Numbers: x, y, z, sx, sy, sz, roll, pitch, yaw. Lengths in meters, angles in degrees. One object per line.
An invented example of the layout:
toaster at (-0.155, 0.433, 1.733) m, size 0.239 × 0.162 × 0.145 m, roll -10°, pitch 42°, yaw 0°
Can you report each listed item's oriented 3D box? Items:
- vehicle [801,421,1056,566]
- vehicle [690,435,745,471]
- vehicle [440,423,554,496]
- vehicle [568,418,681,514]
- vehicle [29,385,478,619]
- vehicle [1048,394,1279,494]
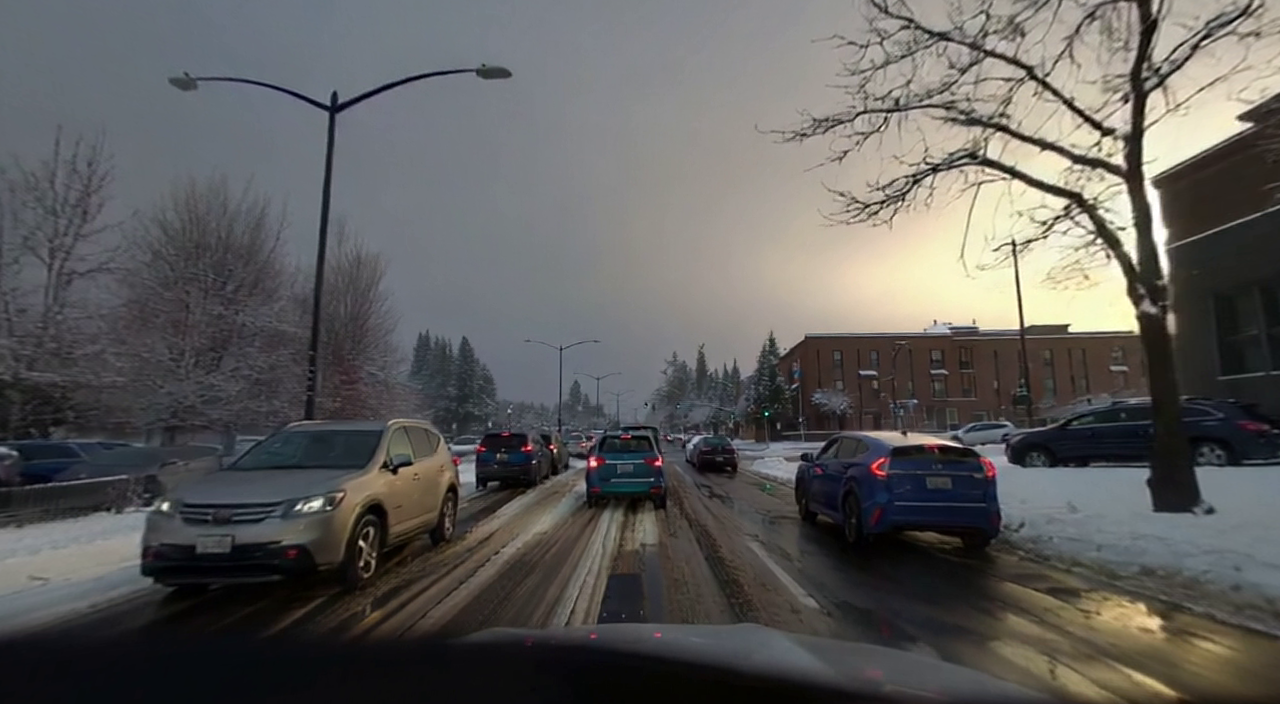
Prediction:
vehicle at (3.644, 1.824, 8.838) m, size 1.847 × 1.554 × 3.885 m, roll 0°, pitch -8°, yaw 2°
vehicle at (3.375, 4.501, 28.058) m, size 1.948 × 1.475 × 4.093 m, roll 0°, pitch -8°, yaw 0°
vehicle at (-3.706, 2.886, 17.176) m, size 2.012 × 1.701 × 4.316 m, roll 0°, pitch -8°, yaw 1°
vehicle at (-0.232, 2.355, 13.398) m, size 2.022 × 1.700 × 4.084 m, roll 0°, pitch -8°, yaw 1°
vehicle at (-3.426, 1.420, 6.862) m, size 2.047 × 1.710 × 4.314 m, roll 0°, pitch -9°, yaw 1°
vehicle at (12.520, 2.089, 14.291) m, size 4.991 × 1.978 × 2.090 m, roll -8°, pitch -12°, yaw 42°
